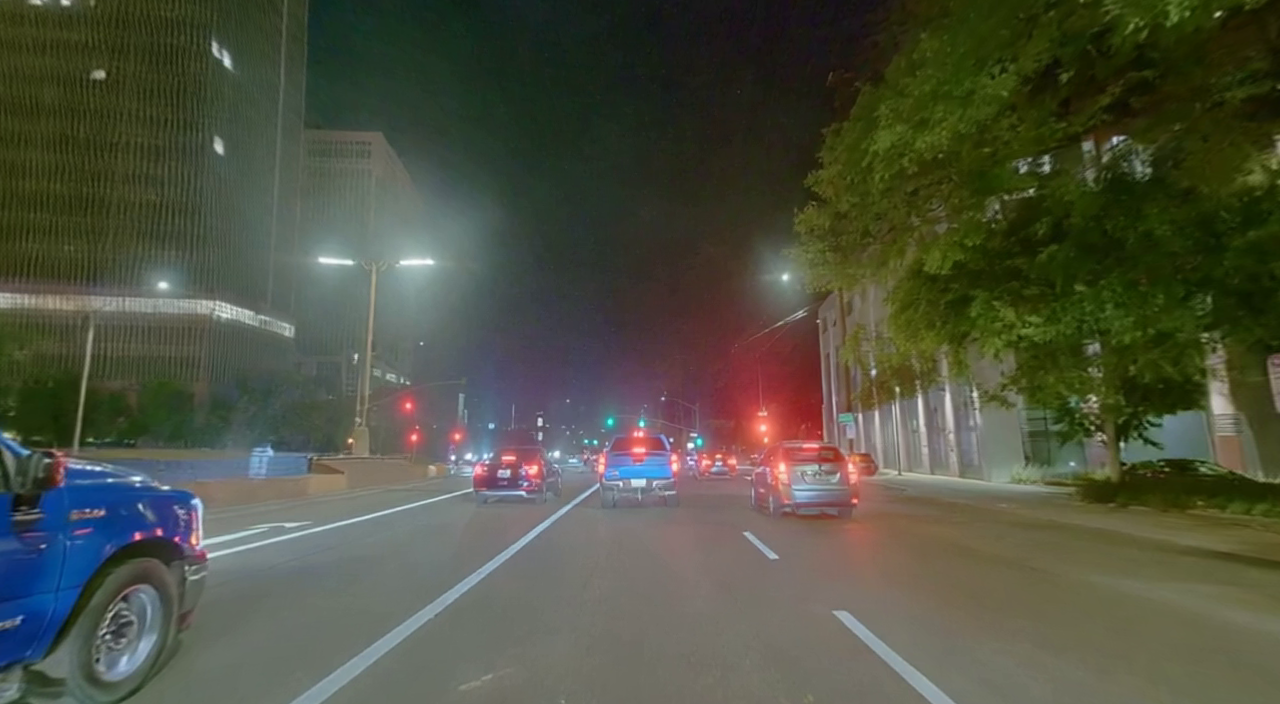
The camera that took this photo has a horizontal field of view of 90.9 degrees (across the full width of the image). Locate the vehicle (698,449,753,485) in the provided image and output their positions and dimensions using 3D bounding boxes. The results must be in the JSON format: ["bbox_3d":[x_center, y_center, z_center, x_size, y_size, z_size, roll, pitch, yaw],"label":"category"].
[{"bbox_3d":[3.845,5.234,29.072,1.968,1.472,4.456,0,-8,0],"label":"vehicle"}]

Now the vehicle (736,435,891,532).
[{"bbox_3d":[3.309,2.569,12.965,1.955,1.628,4.152,0,-8,0],"label":"vehicle"}]

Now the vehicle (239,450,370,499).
[{"bbox_3d":[-11.552,4.213,22.139,1.968,1.487,4.676,0,-8,1],"label":"vehicle"}]

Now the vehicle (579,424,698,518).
[{"bbox_3d":[-0.028,2.861,15.736,2.493,1.934,4.957,0,-8,0],"label":"vehicle"}]

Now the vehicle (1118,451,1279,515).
[{"bbox_3d":[17.447,3.905,19.368,1.940,1.500,4.748,-2,-7,3],"label":"vehicle"}]

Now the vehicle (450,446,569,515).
[{"bbox_3d":[-3.092,3.120,15.948,1.986,1.465,4.509,0,-8,1],"label":"vehicle"}]

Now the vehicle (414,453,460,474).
[{"bbox_3d":[-15.184,8.364,47.394,1.932,1.449,4.545,0,-8,1],"label":"vehicle"}]

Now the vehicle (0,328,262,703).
[{"bbox_3d":[-3.466,0.682,1.656,1.994,1.759,4.709,0,-8,0],"label":"vehicle"}]

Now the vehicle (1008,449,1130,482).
[{"bbox_3d":[22.286,5.867,33.028,2.003,1.515,4.939,3,-9,-20],"label":"vehicle"}]
